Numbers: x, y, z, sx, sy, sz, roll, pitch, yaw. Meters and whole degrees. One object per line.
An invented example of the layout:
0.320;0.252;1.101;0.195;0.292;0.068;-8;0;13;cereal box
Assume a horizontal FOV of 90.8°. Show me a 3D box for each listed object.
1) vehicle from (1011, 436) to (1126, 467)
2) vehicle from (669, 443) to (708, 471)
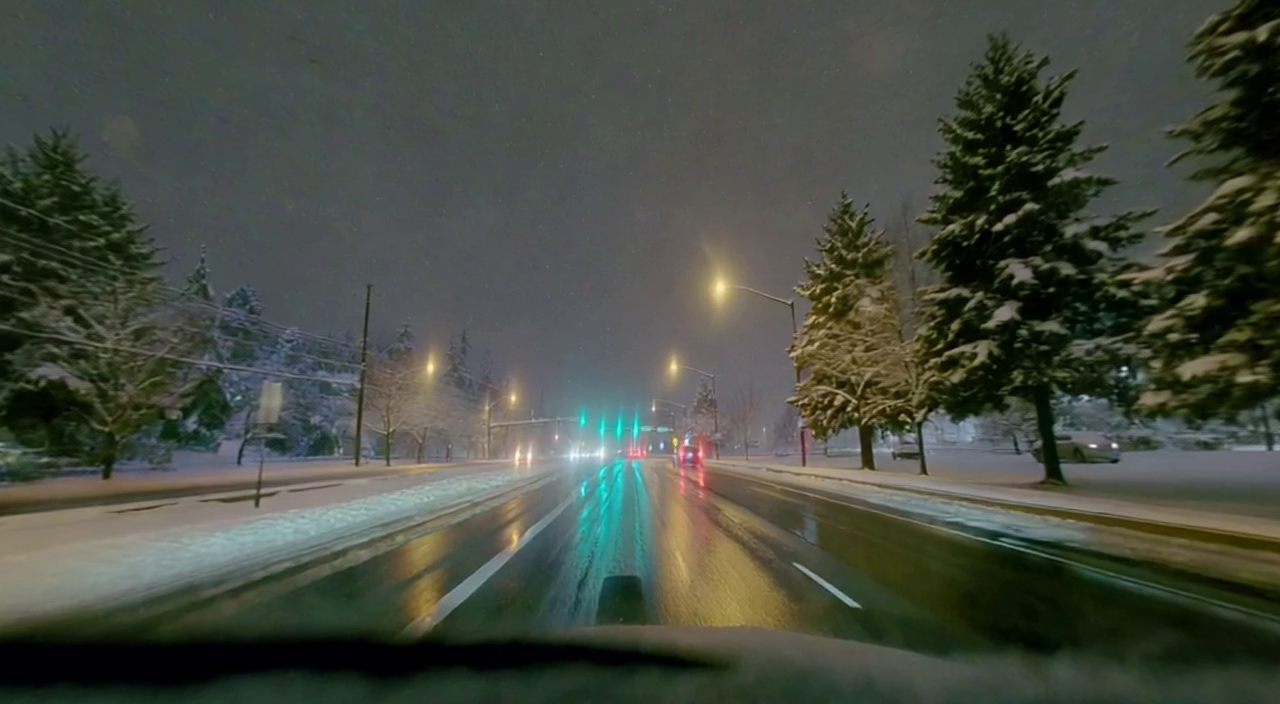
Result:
21.844;5.090;32.358;4.217;1.470;2.173;-1;-9;2;vehicle
3.177;6.992;42.198;2.069;1.761;4.610;0;-9;-2;vehicle
